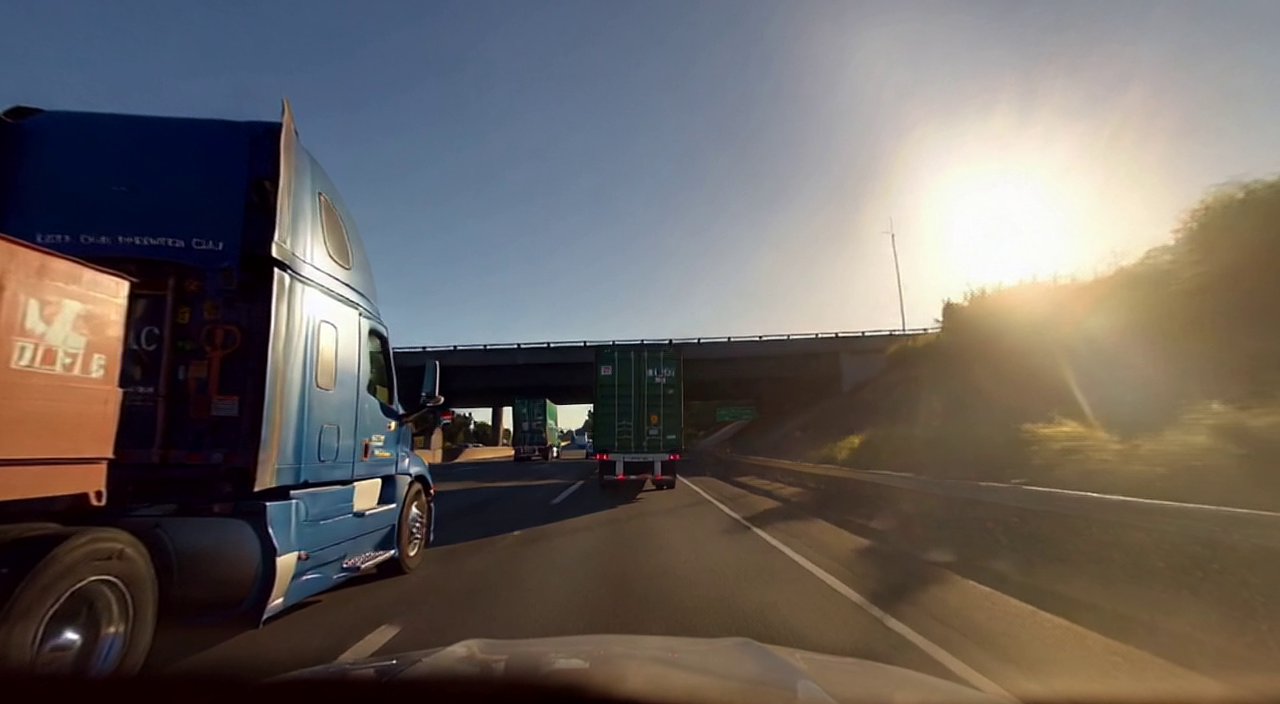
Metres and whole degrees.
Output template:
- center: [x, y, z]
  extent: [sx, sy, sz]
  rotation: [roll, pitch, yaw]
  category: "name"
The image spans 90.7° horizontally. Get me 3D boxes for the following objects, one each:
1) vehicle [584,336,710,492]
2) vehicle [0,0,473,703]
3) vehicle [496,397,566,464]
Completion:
- center: [0.045, 2.203, 20.873]
  extent: [3.357, 4.212, 7.519]
  rotation: [0, -9, -2]
  category: "vehicle"
- center: [-3.545, -0.085, 3.807]
  extent: [3.187, 3.949, 6.963]
  rotation: [0, -9, 0]
  category: "vehicle"
- center: [-7.468, 5.759, 45.379]
  extent: [3.023, 4.139, 11.860]
  rotation: [0, -9, -1]
  category: "vehicle"
